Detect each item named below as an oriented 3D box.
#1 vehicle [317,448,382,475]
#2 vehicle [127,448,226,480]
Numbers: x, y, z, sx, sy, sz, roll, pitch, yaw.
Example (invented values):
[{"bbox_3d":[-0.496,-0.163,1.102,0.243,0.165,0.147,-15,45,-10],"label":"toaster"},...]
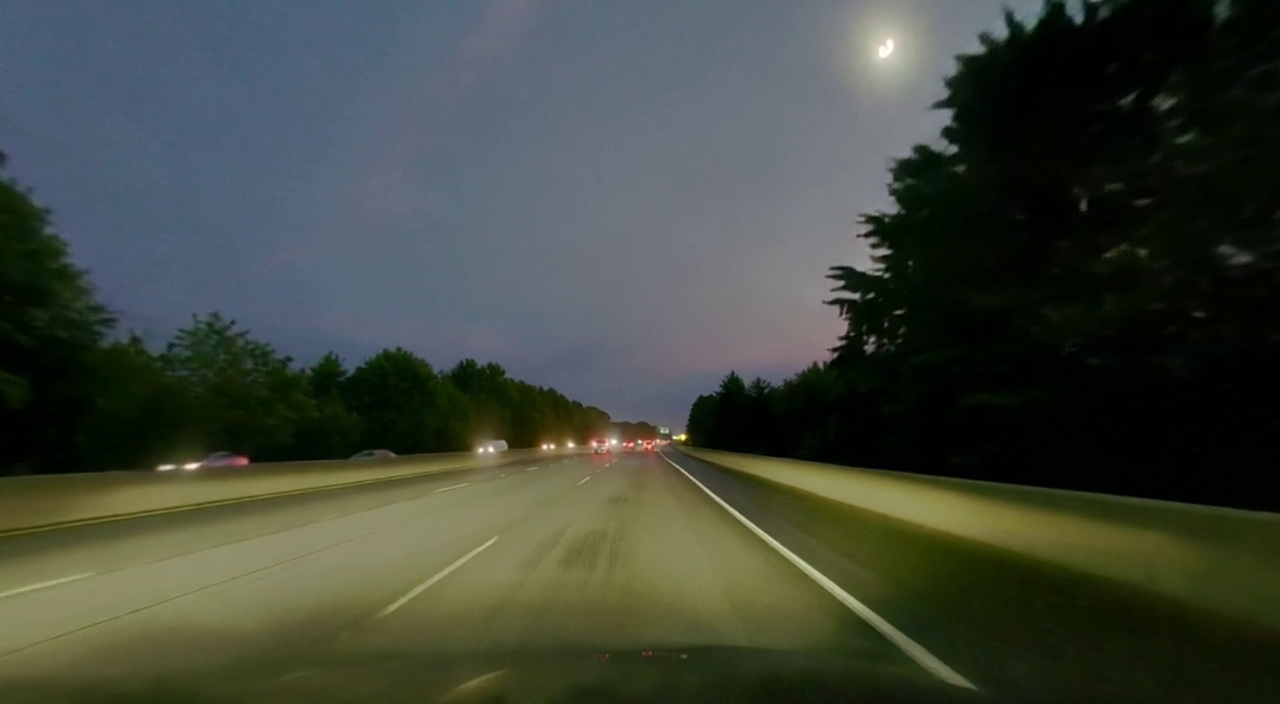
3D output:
[{"bbox_3d":[-15.967,6.008,34.806,1.760,1.376,3.808,0,-8,1],"label":"vehicle"},{"bbox_3d":[-23.683,5.700,32.386,1.899,1.468,4.131,0,-8,1],"label":"vehicle"}]
